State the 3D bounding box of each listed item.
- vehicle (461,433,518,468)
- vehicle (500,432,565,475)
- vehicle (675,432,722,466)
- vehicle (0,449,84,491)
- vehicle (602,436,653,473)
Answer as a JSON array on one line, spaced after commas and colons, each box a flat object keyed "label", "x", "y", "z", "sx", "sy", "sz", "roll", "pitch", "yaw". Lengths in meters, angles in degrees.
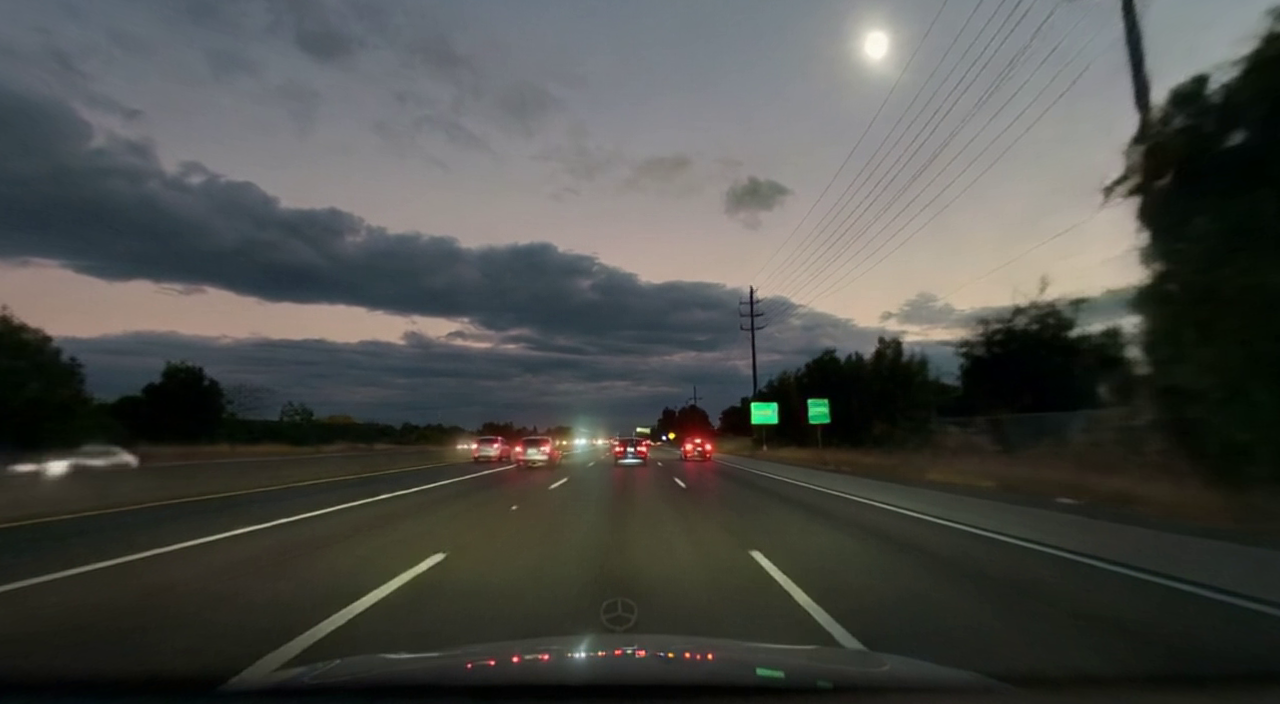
[{"label": "vehicle", "x": -7.674, "y": 5.049, "z": 32.641, "sx": 1.980, "sy": 1.678, "sz": 4.255, "roll": 0, "pitch": -8, "yaw": -1}, {"label": "vehicle", "x": -4.385, "y": 4.192, "z": 26.396, "sx": 1.901, "sy": 1.601, "sz": 4.610, "roll": 0, "pitch": -8, "yaw": 0}, {"label": "vehicle", "x": 3.075, "y": 5.185, "z": 33.964, "sx": 1.950, "sy": 1.695, "sz": 4.446, "roll": 0, "pitch": -8, "yaw": -2}, {"label": "vehicle", "x": -23.637, "y": 4.377, "z": 23.476, "sx": 1.749, "sy": 1.435, "sz": 4.542, "roll": 0, "pitch": -8, "yaw": -1}, {"label": "vehicle", "x": -0.560, "y": 4.445, "z": 27.702, "sx": 2.086, "sy": 1.488, "sz": 3.440, "roll": 0, "pitch": -8, "yaw": -1}]
